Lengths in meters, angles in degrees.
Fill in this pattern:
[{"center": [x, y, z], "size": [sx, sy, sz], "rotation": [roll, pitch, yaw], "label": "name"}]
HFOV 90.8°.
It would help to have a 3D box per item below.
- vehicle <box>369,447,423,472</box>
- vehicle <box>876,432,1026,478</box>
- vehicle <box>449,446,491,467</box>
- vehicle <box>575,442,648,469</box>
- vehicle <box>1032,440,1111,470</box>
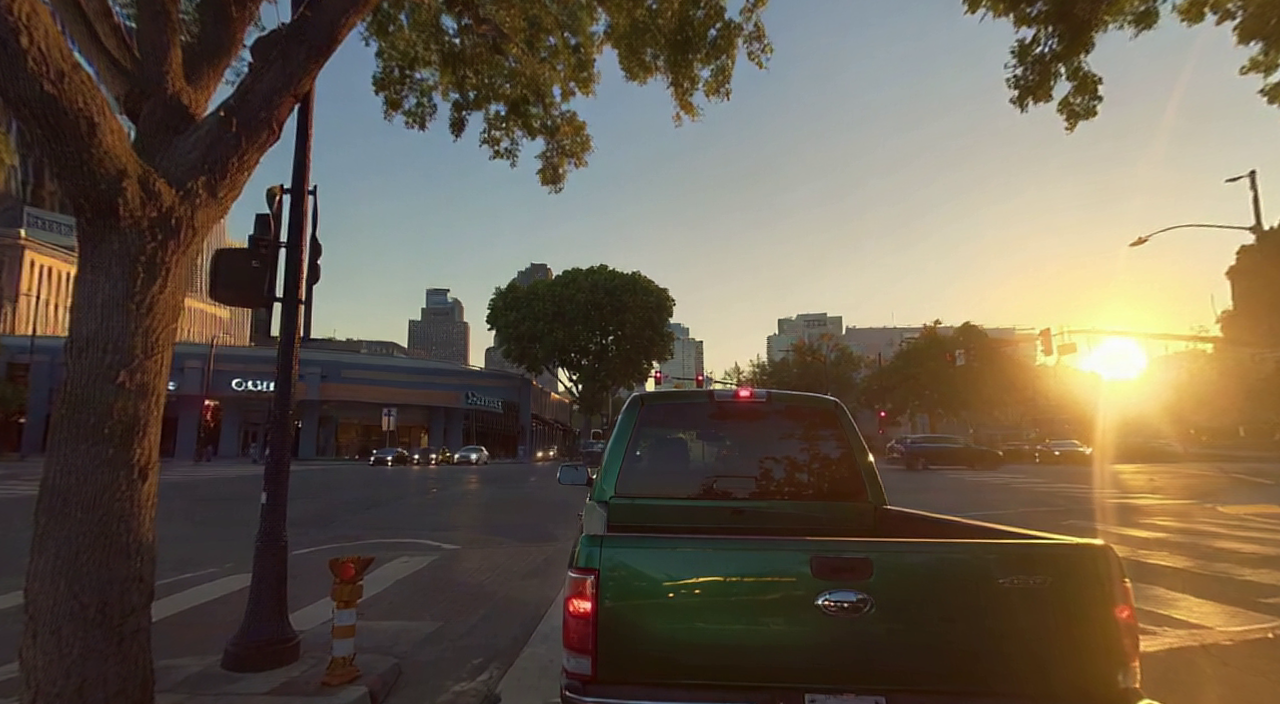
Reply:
[{"center": [-16.249, 7.146, 42.250], "size": [1.883, 1.586, 4.297], "rotation": [0, -9, 0], "label": "vehicle"}, {"center": [14.037, 4.664, 28.723], "size": [5.667, 1.927, 2.289], "rotation": [1, -9, -7], "label": "vehicle"}, {"center": [-12.608, 7.762, 47.081], "size": [1.946, 1.474, 4.008], "rotation": [0, -9, 0], "label": "vehicle"}, {"center": [-1.700, 5.946, 36.467], "size": [1.879, 1.464, 4.457], "rotation": [7, -11, -39], "label": "vehicle"}, {"center": [26.361, 6.272, 38.574], "size": [4.541, 1.731, 2.007], "rotation": [5, -10, -28], "label": "vehicle"}]
